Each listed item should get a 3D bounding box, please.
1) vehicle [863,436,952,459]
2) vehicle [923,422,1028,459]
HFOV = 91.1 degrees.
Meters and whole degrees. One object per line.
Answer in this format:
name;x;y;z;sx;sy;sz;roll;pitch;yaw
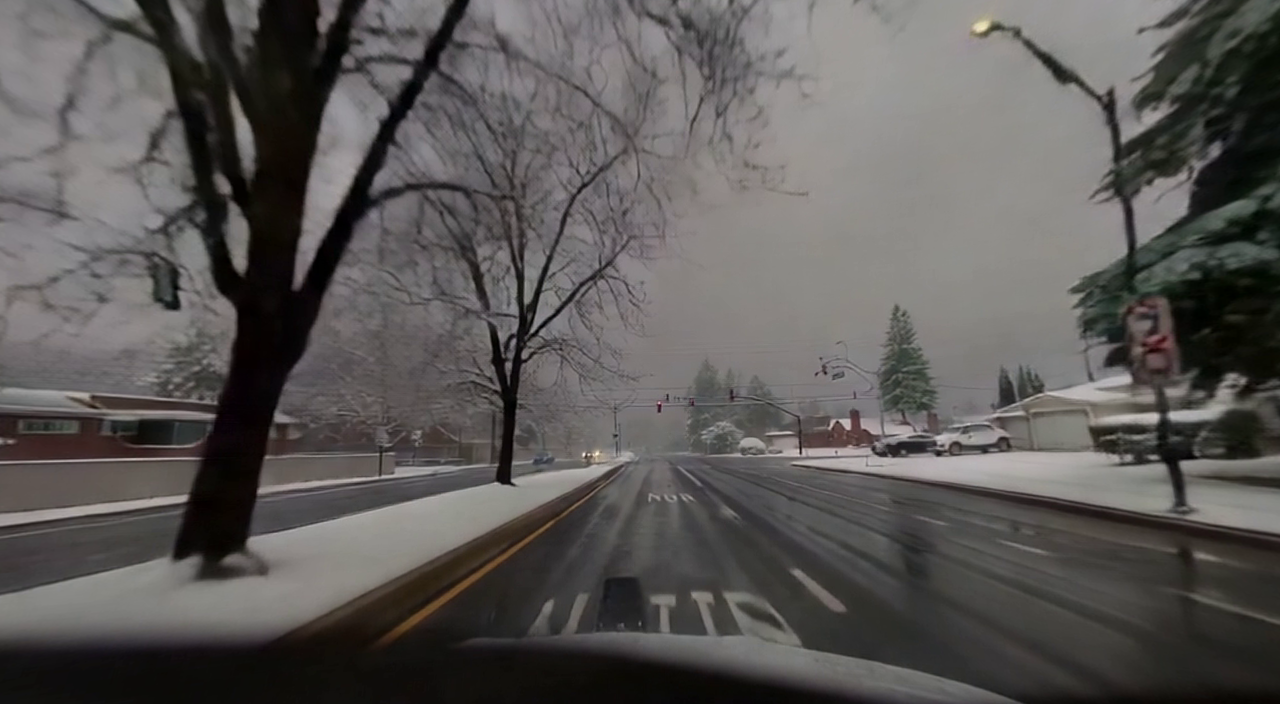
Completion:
vehicle;18.244;6.542;42.935;5.126;1.469;2.009;-1;-8;0
vehicle;18.617;4.931;35.009;4.611;1.920;2.043;0;-8;-2
